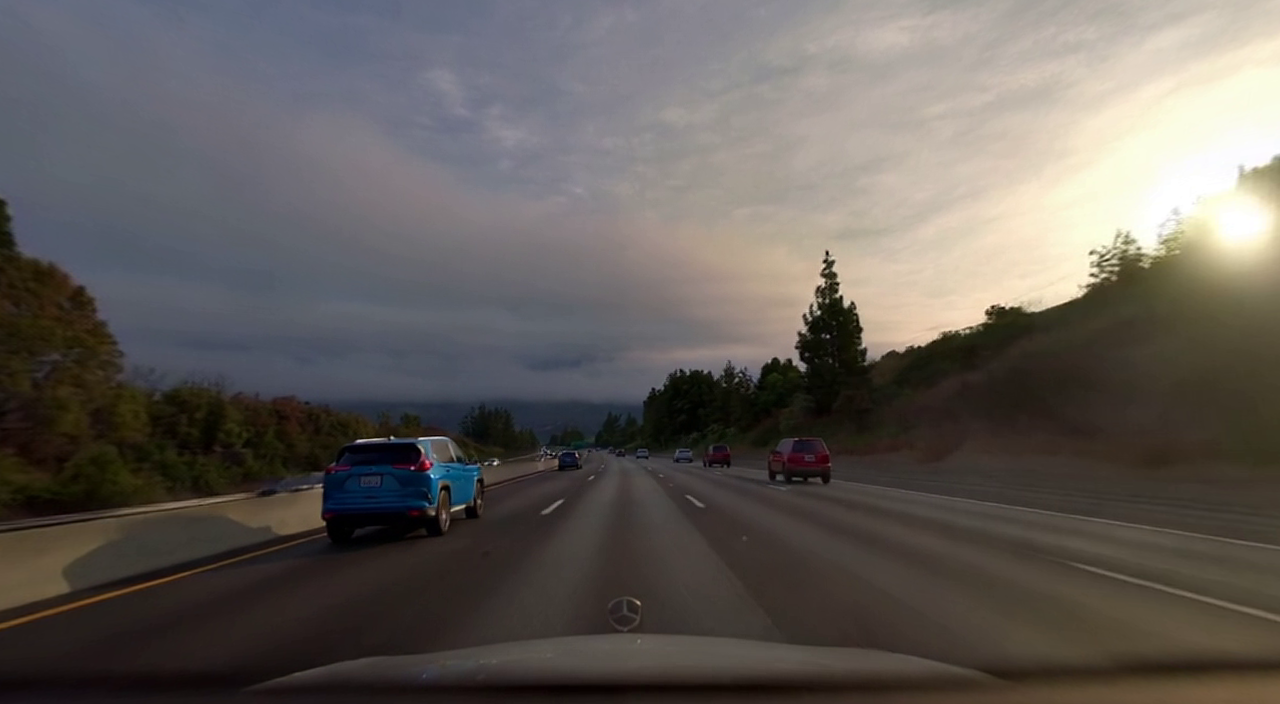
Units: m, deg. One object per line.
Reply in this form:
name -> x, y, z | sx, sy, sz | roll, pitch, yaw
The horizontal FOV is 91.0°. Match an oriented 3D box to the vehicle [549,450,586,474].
vehicle -> -4.711, 7.191, 41.505 | 2.009, 1.488, 4.289 | 1, -9, -2

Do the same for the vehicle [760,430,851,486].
vehicle -> 6.853, 4.468, 26.767 | 2.378, 2.096, 5.119 | 0, -9, -1

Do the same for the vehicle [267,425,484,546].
vehicle -> -4.424, 2.299, 11.459 | 2.079, 1.745, 4.281 | 0, -9, 0

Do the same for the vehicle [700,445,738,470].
vehicle -> 5.838, 7.875, 47.026 | 2.107, 1.732, 4.527 | 1, -9, -3
